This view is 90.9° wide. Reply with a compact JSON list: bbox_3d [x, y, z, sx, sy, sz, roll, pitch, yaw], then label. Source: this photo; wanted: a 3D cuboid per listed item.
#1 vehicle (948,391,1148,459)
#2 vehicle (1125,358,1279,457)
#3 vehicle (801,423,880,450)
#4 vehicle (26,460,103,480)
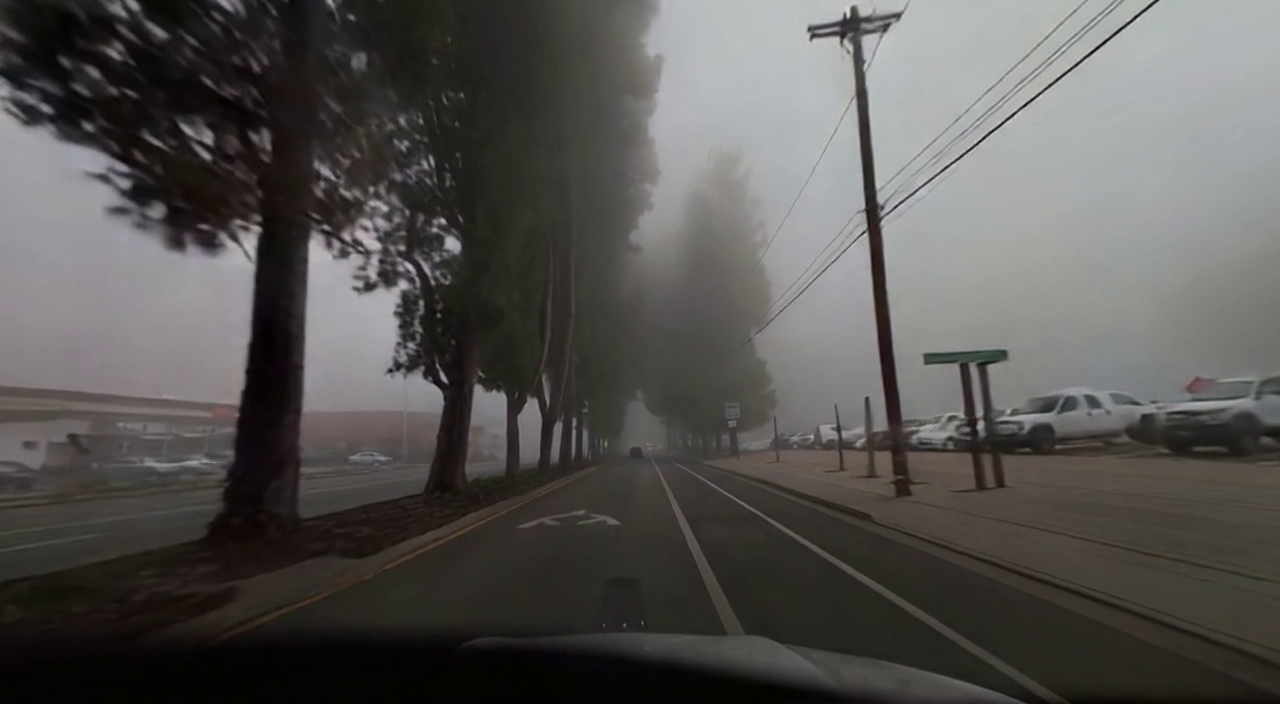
[{"bbox_3d":[12.853,2.336,20.163,4.713,1.767,2.268,-4,-7,2],"label":"vehicle"},{"bbox_3d":[12.786,1.141,12.361,4.719,1.763,2.128,0,-8,-1],"label":"vehicle"},{"bbox_3d":[13.160,5.603,41.648,4.469,1.709,2.098,0,-8,0],"label":"vehicle"},{"bbox_3d":[-44.352,9.078,48.626,4.162,1.448,1.900,0,-8,2],"label":"vehicle"}]
